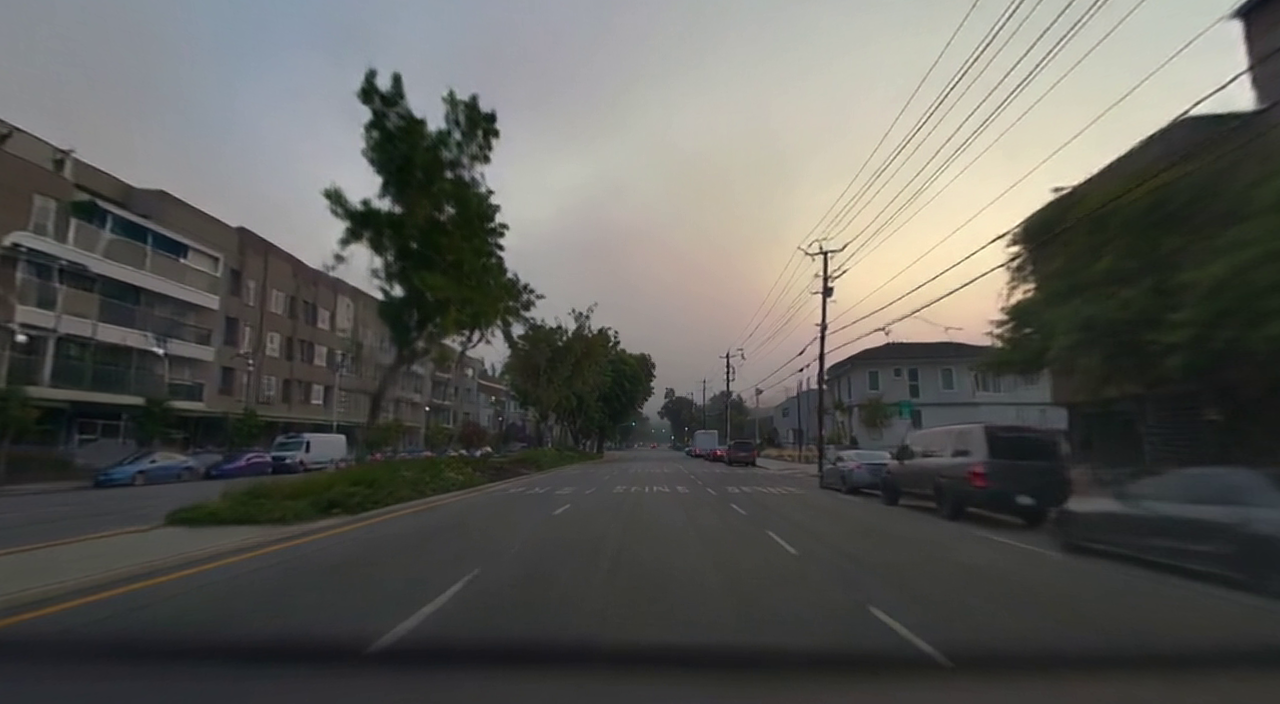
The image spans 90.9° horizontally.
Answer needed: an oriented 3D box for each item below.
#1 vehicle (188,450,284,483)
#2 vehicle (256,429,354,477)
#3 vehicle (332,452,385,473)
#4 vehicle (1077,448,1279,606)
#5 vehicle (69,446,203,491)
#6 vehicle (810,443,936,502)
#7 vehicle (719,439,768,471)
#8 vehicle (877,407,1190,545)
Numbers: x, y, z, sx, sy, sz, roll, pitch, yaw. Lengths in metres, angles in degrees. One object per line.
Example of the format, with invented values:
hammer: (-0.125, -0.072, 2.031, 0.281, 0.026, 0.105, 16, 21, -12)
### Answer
vehicle: (-22.088, 6.261, 34.780, 2.004, 1.586, 4.962, 0, -8, 0)
vehicle: (-22.162, 6.708, 42.244, 2.397, 2.865, 7.296, 0, -8, 1)
vehicle: (-22.004, 8.676, 49.544, 1.877, 1.473, 4.892, 0, -8, 0)
vehicle: (6.754, 1.665, 6.192, 1.896, 1.399, 4.196, 0, -8, 0)
vehicle: (-22.395, 5.132, 28.309, 2.116, 1.813, 4.674, 0, -8, 0)
vehicle: (6.935, 3.609, 19.393, 2.109, 1.567, 4.626, 0, -8, 0)
vehicle: (7.299, 7.340, 45.200, 2.563, 2.090, 6.077, 0, -8, 0)
vehicle: (7.008, 2.294, 12.507, 2.197, 2.019, 6.225, 0, -8, 0)
